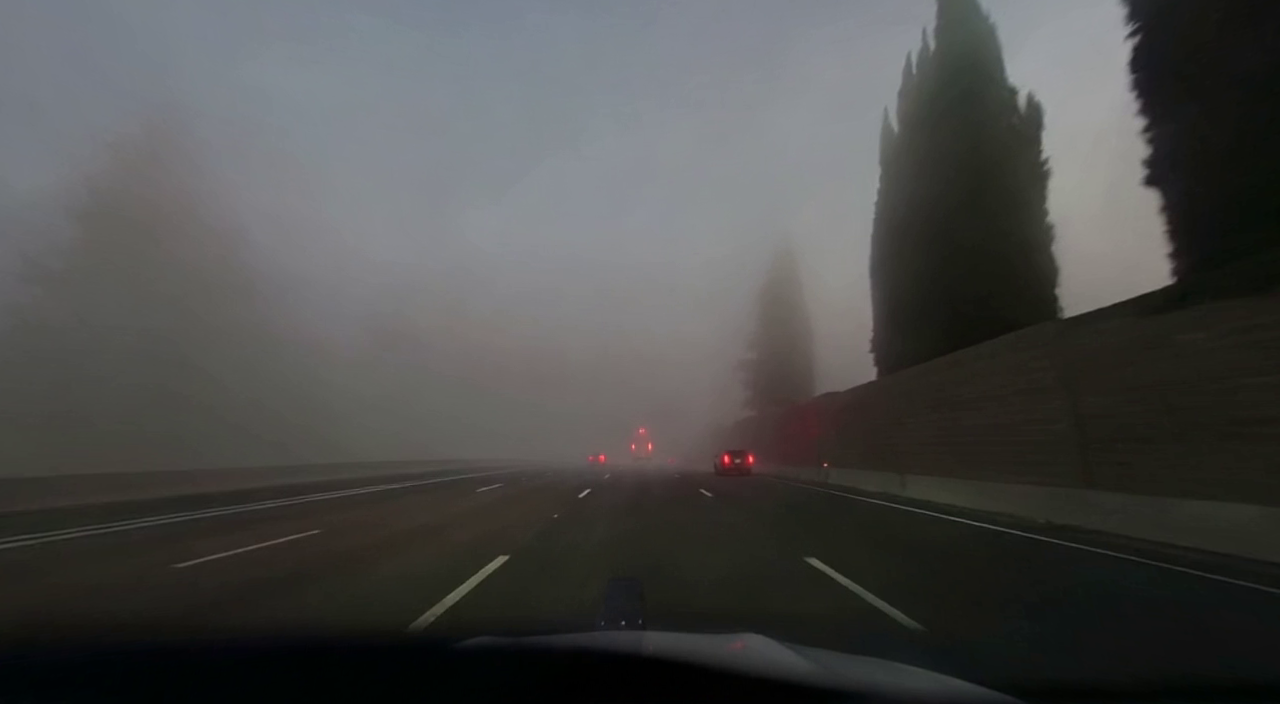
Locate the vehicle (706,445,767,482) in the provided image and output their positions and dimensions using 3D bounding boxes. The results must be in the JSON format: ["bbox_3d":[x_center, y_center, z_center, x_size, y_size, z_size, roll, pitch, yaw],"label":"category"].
[{"bbox_3d":[4.281,5.017,28.680,1.973,1.536,4.337,0,-9,-1],"label":"vehicle"}]
